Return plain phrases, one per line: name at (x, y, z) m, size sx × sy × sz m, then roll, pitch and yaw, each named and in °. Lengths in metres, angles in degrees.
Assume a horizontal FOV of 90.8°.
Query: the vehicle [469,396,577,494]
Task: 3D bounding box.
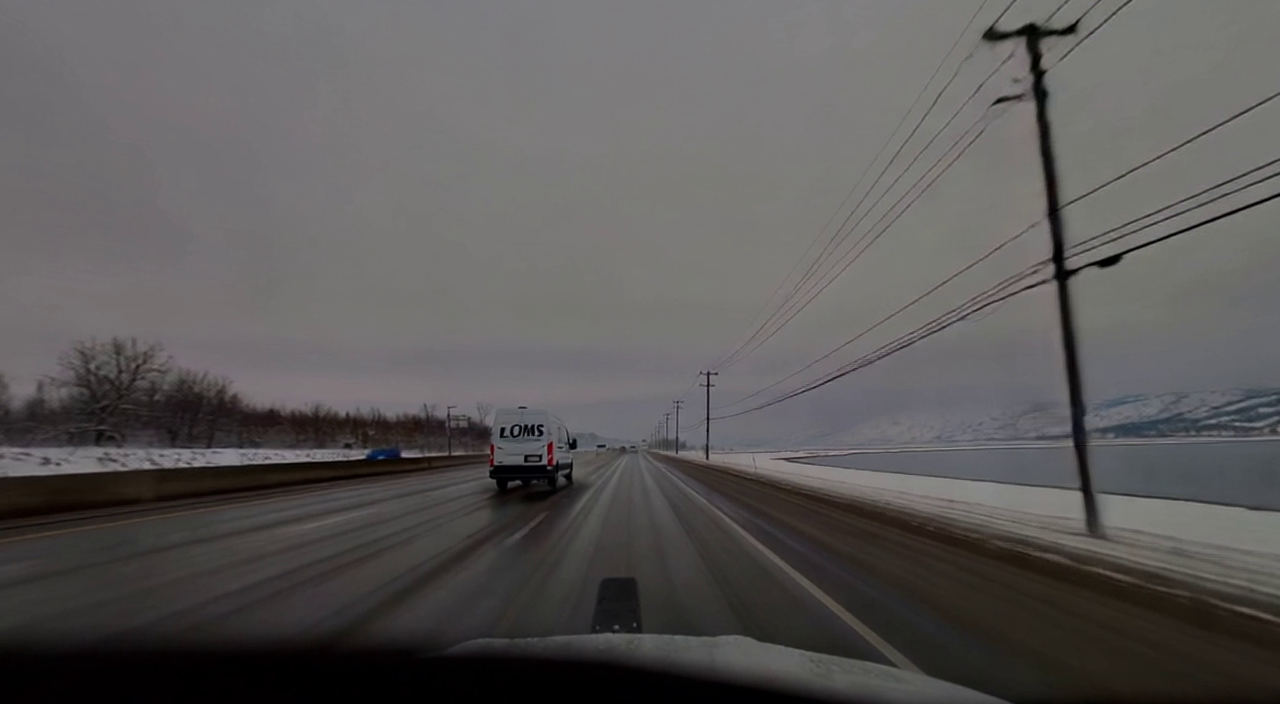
vehicle at (-3.654, 3.114, 21.279) m, size 2.331 × 2.757 × 6.581 m, roll 0°, pitch -8°, yaw 0°
